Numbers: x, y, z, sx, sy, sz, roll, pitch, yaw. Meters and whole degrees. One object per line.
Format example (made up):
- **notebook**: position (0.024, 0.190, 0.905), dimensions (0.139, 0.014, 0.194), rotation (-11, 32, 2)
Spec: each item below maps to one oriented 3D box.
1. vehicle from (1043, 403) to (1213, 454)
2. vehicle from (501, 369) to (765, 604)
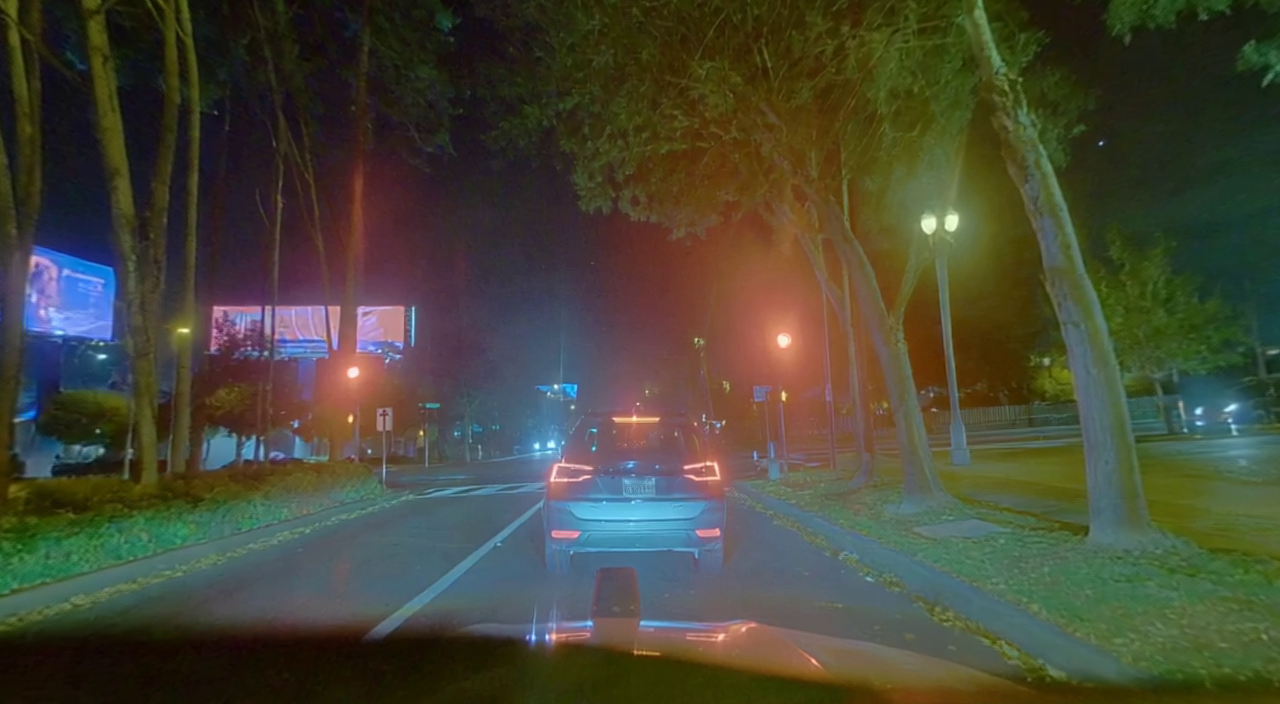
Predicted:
- **vehicle**: position (15.273, 2.450, 19.933), dimensions (3.750, 1.502, 1.781), rotation (-2, -8, 13)
- **vehicle**: position (-0.060, 1.365, 7.131), dimensions (2.142, 1.904, 3.816), rotation (-1, -8, 0)
